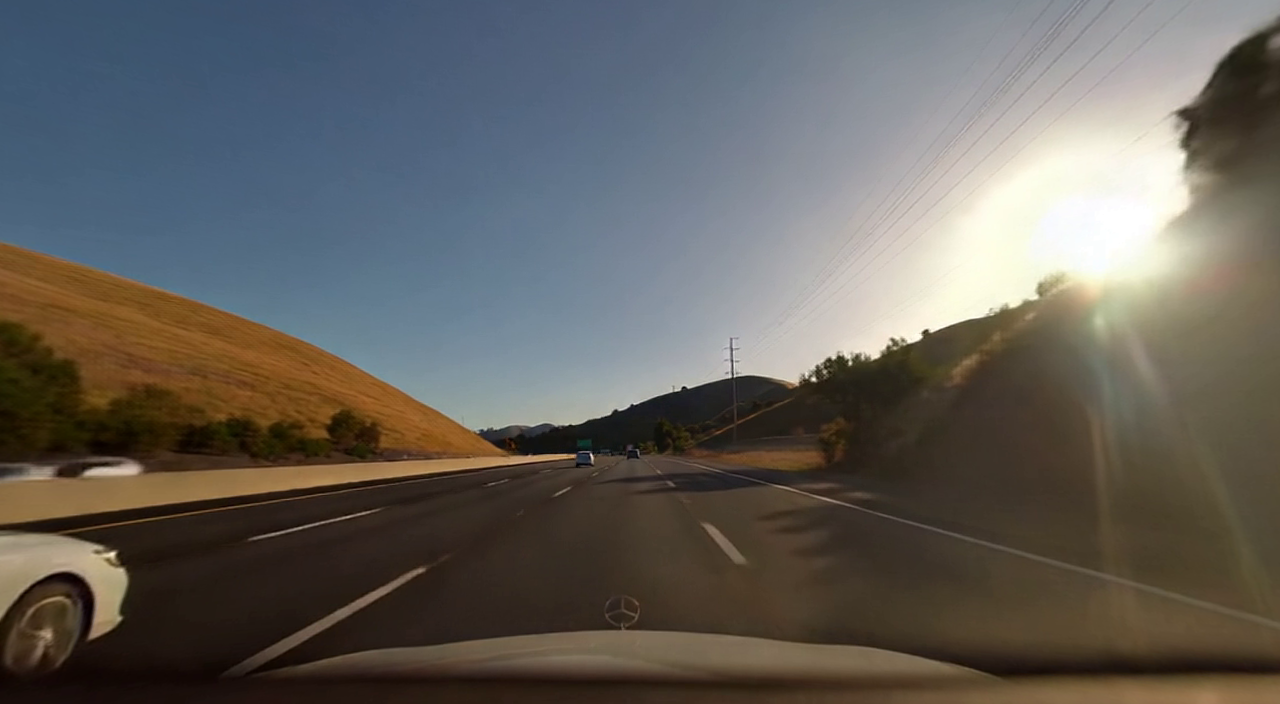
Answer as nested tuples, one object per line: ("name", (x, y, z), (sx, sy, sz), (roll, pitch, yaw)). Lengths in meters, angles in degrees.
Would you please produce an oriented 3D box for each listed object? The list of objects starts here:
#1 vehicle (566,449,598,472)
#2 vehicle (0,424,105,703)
("vehicle", (-4.134, 7.775, 45.464), (1.924, 1.511, 4.079), (0, -9, 0))
("vehicle", (-4.190, 0.816, 1.168), (2.064, 1.489, 4.966), (0, -9, 0))
